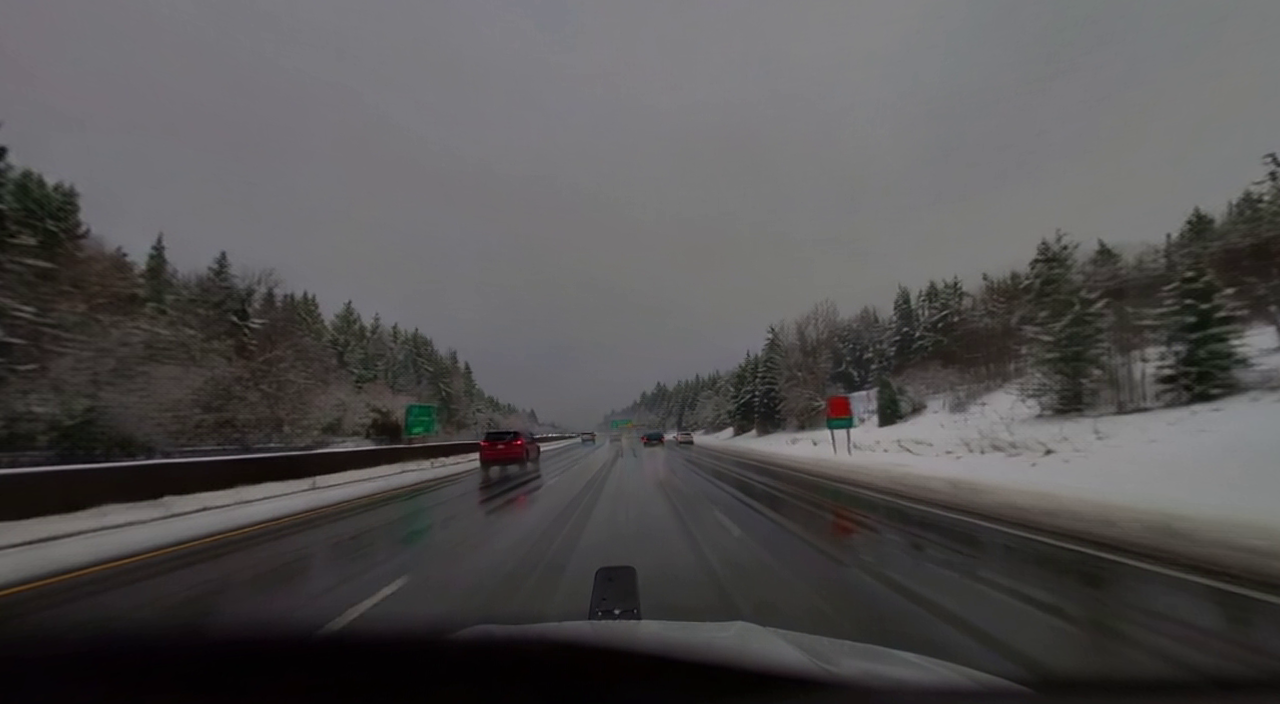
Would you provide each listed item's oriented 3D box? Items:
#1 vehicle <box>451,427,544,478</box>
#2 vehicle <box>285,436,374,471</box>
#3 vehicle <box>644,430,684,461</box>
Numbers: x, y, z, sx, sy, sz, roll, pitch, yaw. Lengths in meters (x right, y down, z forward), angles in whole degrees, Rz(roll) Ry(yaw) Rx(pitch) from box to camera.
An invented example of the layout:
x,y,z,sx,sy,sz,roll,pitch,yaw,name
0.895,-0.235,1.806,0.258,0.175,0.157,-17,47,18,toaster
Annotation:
x,y,z,sx,sy,sz,roll,pitch,yaw,name
-4.619,3.311,21.197,2.023,1.512,4.804,0,-8,0,vehicle
-14.091,4.597,28.919,1.891,1.470,4.480,0,-8,-1,vehicle
1.164,4.683,31.651,1.869,1.466,3.356,0,-8,1,vehicle
